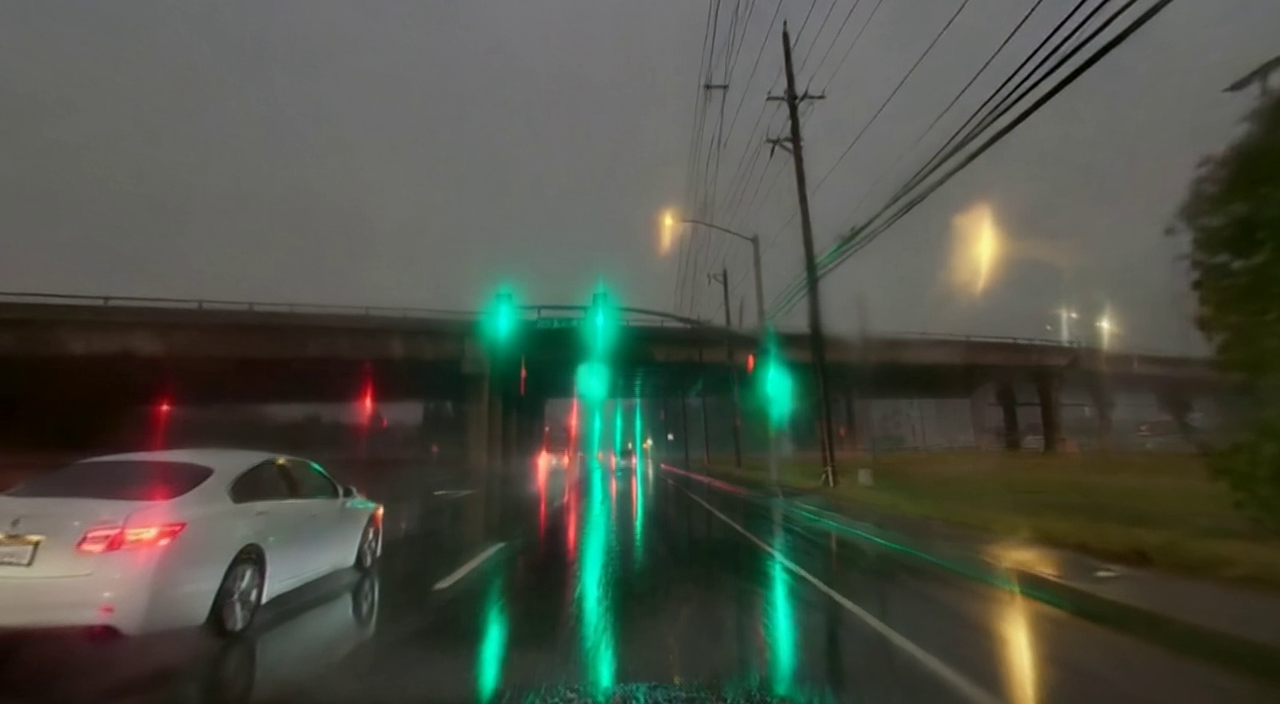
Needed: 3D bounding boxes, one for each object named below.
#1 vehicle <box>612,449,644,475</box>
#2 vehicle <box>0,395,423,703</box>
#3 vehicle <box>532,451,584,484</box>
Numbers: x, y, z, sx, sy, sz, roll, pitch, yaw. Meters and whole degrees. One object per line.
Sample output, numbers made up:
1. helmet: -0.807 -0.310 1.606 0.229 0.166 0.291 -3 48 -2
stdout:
1. vehicle: -0.796 7.082 40.906 1.985 1.565 3.968 0 -9 -2
2. vehicle: -3.573 1.375 5.394 1.925 1.666 4.271 0 -9 0
3. vehicle: -3.859 5.477 30.266 1.946 1.437 4.154 0 -8 0
